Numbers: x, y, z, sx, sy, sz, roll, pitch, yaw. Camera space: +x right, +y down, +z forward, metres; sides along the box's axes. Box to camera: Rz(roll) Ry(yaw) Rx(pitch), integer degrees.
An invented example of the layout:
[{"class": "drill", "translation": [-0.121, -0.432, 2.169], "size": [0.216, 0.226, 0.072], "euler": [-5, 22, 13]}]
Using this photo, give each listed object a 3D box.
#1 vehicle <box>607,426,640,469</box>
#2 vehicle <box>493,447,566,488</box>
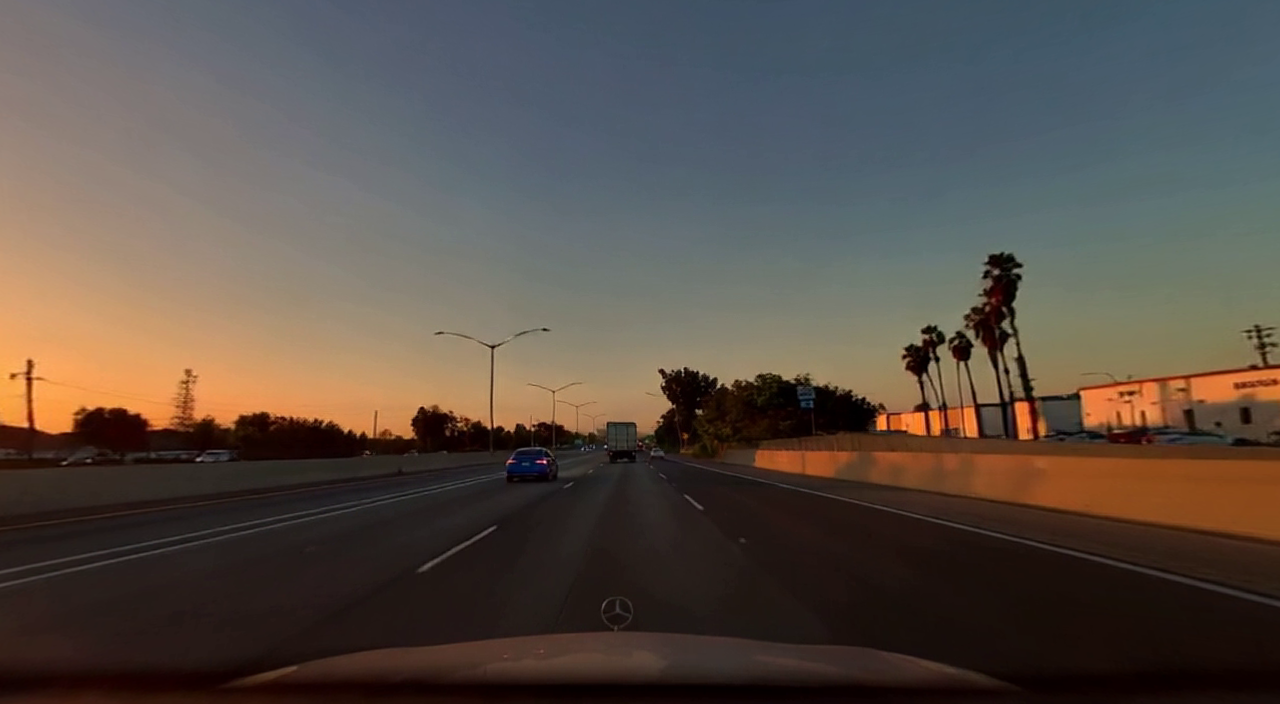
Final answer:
[{"class": "vehicle", "translation": [-1.238, 7.155, 47.471], "size": [2.364, 2.953, 6.495], "euler": [0, -9, -1]}, {"class": "vehicle", "translation": [-4.239, 4.471, 24.904], "size": [2.097, 1.447, 4.291], "euler": [0, -9, 0]}]
